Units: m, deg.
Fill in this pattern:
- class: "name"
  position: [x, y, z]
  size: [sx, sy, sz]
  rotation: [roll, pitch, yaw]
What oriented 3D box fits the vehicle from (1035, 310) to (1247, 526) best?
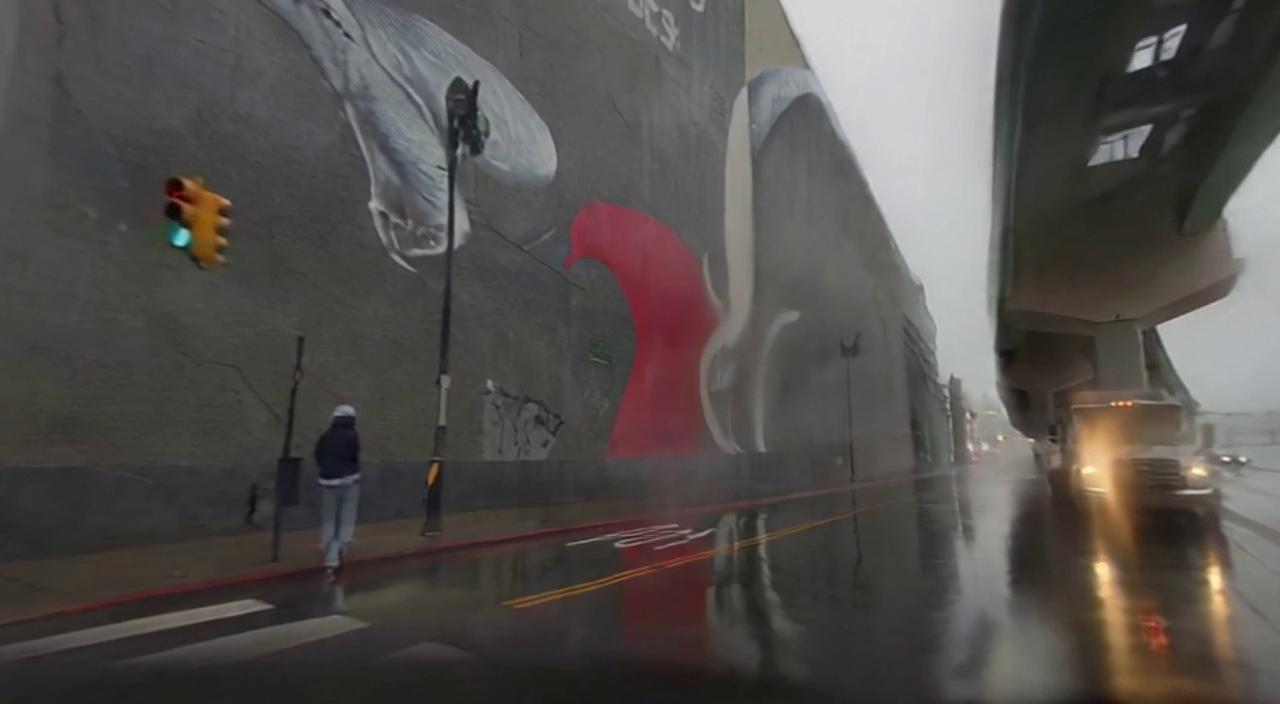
- class: "vehicle"
  position: [12.189, 1.819, 15.971]
  size: [2.849, 3.893, 9.347]
  rotation: [-6, -10, 34]
